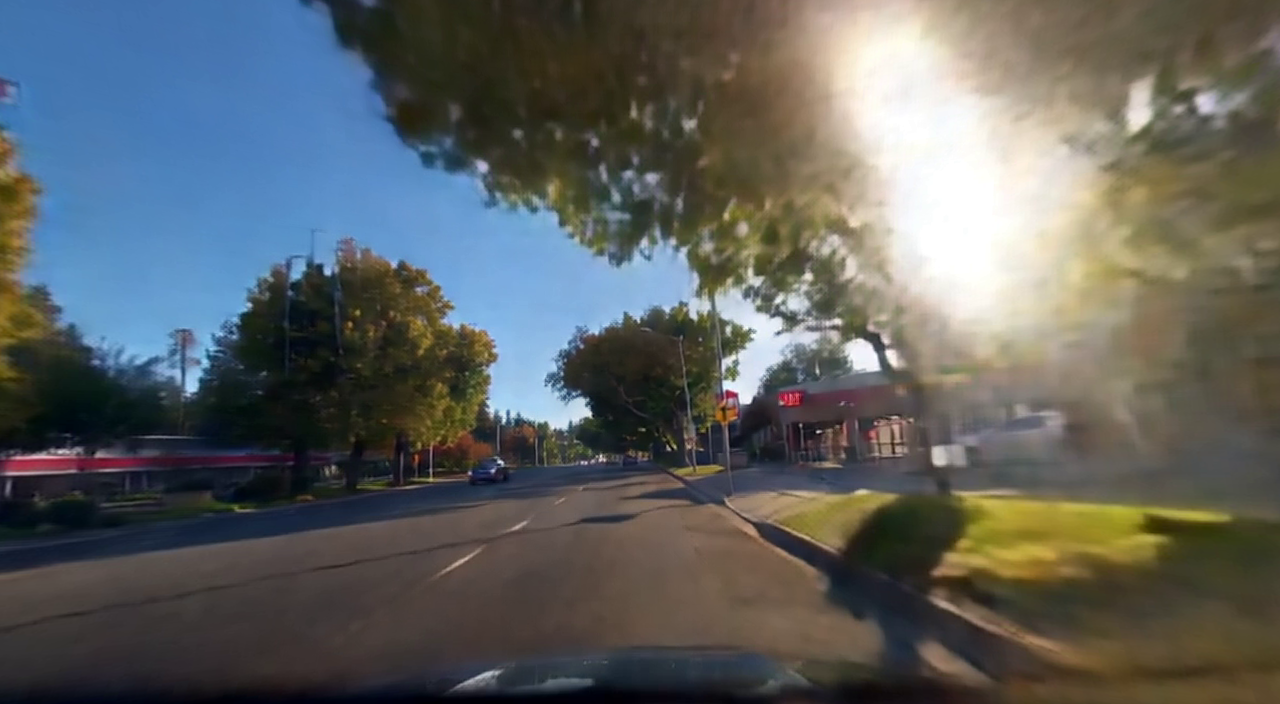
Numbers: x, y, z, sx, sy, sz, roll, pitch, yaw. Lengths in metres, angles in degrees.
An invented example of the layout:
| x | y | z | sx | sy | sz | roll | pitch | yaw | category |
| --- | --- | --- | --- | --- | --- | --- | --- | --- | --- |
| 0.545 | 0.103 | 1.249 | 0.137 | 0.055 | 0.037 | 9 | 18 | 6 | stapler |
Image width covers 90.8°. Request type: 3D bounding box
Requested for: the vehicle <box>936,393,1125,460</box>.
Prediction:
| x | y | z | sx | sy | sz | roll | pitch | yaw | category |
| --- | --- | --- | --- | --- | --- | --- | --- | --- | --- |
| 12.619 | 2.591 | 20.899 | 1.939 | 1.753 | 4.974 | 5 | -13 | -23 | vehicle |

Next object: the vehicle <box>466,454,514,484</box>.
| x | y | z | sx | sy | sz | roll | pitch | yaw | category |
| --- | --- | --- | --- | --- | --- | --- | --- | --- | --- |
| -9.477 | 7.378 | 40.187 | 2.050 | 1.721 | 4.369 | 0 | -9 | -1 | vehicle |
